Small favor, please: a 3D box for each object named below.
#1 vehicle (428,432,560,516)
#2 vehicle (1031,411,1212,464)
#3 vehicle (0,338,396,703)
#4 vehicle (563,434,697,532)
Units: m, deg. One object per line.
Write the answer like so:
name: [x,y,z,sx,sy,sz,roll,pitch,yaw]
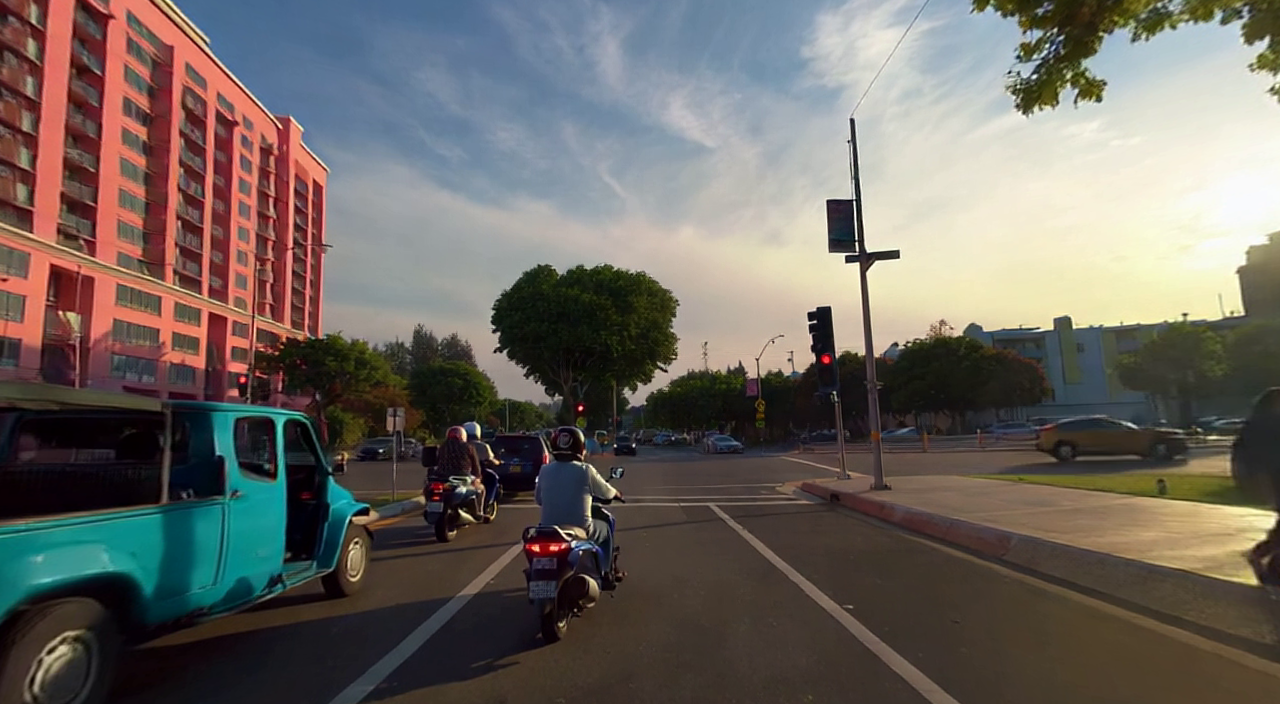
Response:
vehicle: [-3.126,2.703,14.431,1.935,1.615,4.073,-1,-9,2]
vehicle: [18.352,3.347,24.342,5.226,1.840,2.016,-7,-11,37]
vehicle: [-3.598,1.098,4.137,2.000,1.809,4.855,0,-9,0]
vehicle: [-0.120,2.295,11.615,2.025,1.458,4.085,-1,-9,1]
